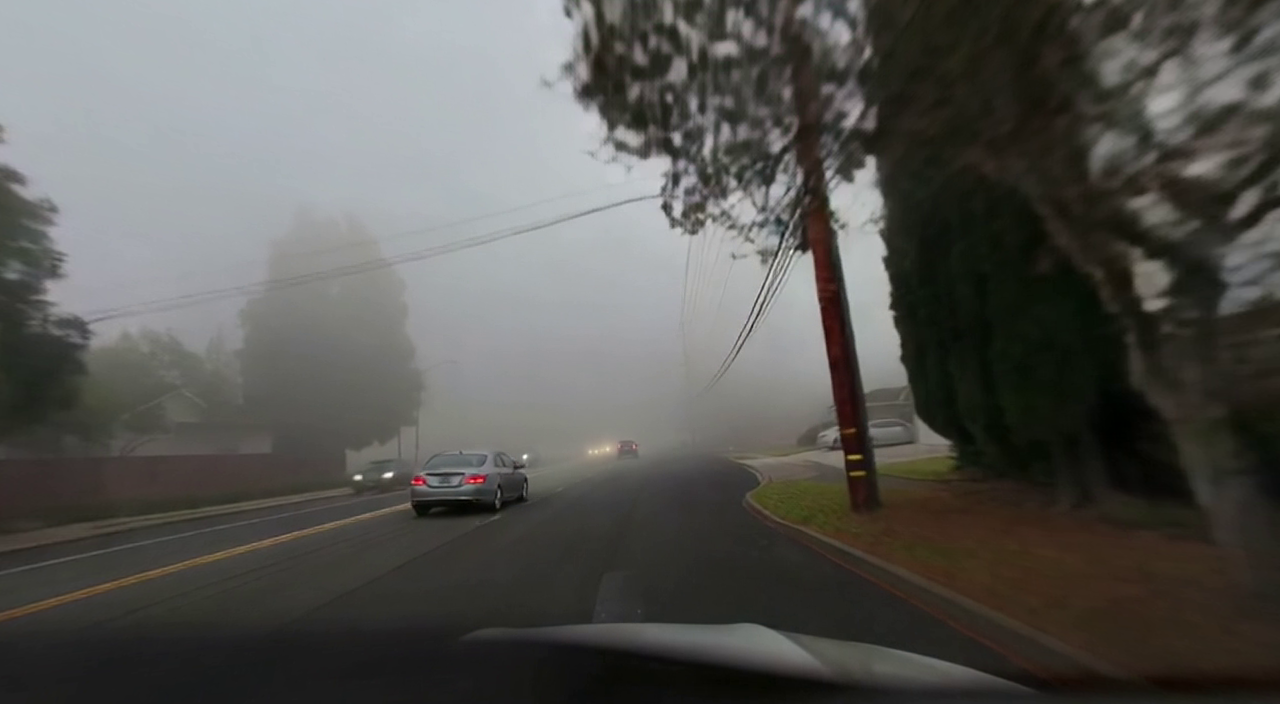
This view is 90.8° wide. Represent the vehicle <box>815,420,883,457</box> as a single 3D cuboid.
[{"bbox_3d":[11.108,4.689,34.035,2.121,1.799,5.124,-1,-9,3],"label":"vehicle"}]

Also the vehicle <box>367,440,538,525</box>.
[{"bbox_3d":[-3.645,2.616,13.330,2.041,1.471,4.602,0,-8,2],"label":"vehicle"}]
